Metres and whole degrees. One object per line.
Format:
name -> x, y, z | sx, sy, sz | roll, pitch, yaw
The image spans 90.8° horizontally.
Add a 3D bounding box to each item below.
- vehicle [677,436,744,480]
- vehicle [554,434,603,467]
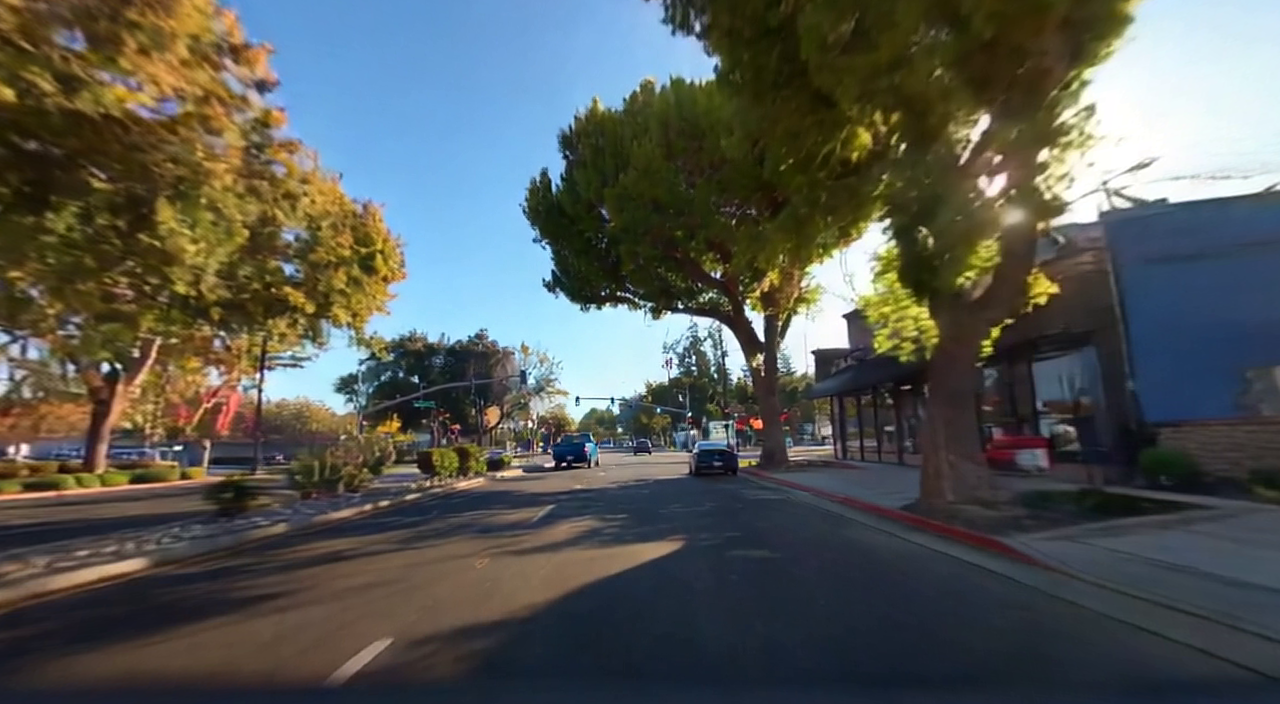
vehicle -> 2.550, 3.972, 23.870 | 2.103, 1.487, 4.101 | 0, -8, 1
vehicle -> -3.442, 5.667, 36.526 | 2.464, 1.777, 5.128 | 0, -9, -2
